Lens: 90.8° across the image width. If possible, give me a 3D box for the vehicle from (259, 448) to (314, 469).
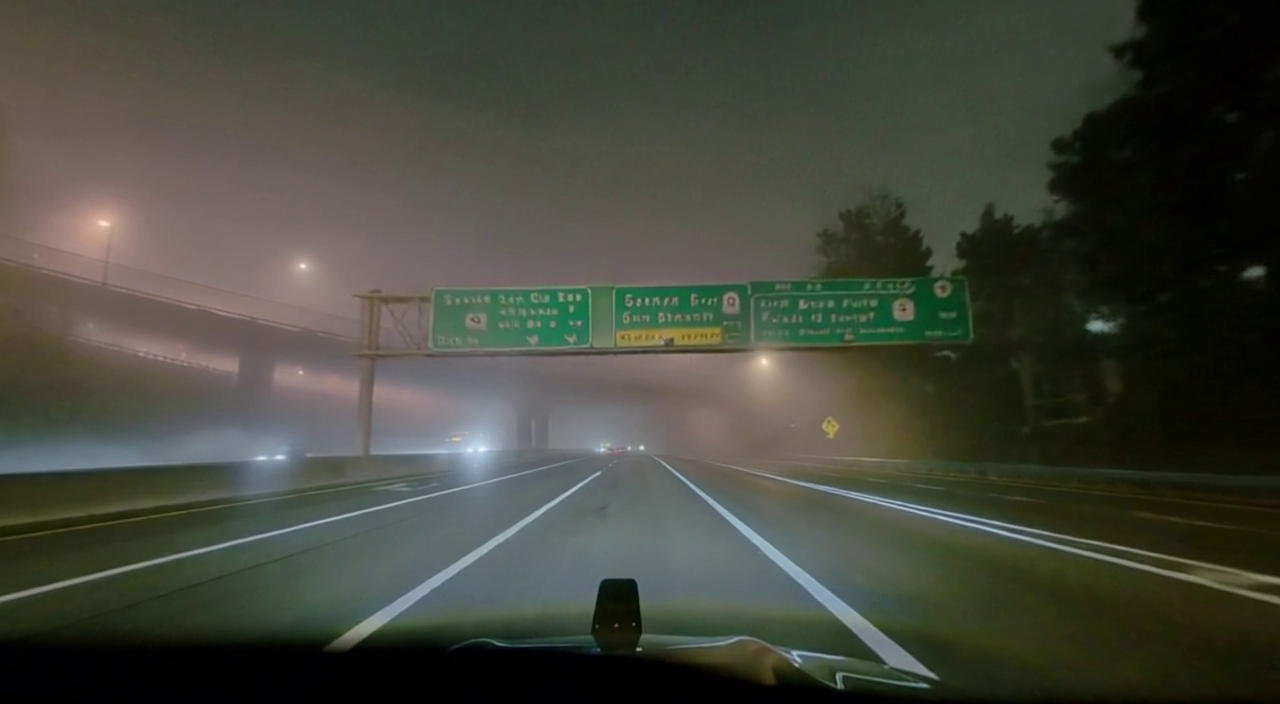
[{"bbox_3d":[-27.058,8.139,48.503,1.766,1.546,4.362,0,-9,-1],"label":"vehicle"}]
